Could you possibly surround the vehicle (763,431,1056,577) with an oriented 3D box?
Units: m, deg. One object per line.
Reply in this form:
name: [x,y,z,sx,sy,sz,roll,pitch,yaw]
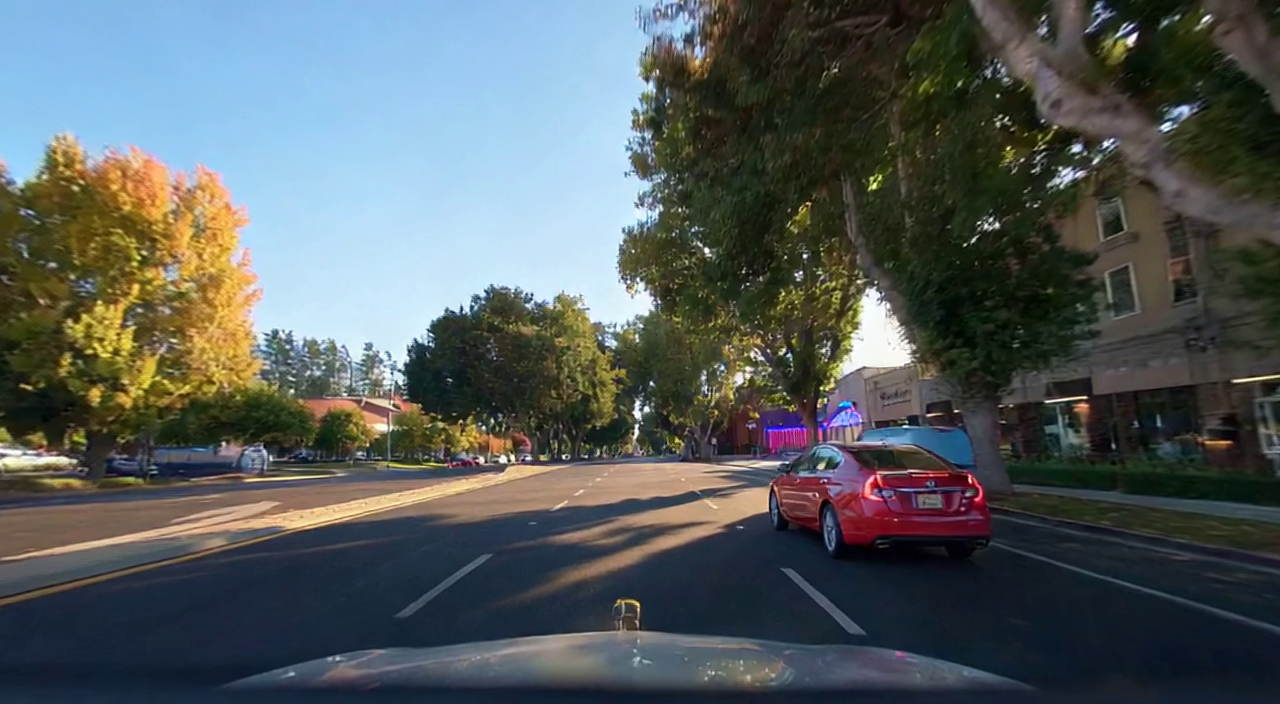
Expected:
vehicle: [3.238,1.906,8.841,2.004,1.470,4.544,0,-8,-1]
